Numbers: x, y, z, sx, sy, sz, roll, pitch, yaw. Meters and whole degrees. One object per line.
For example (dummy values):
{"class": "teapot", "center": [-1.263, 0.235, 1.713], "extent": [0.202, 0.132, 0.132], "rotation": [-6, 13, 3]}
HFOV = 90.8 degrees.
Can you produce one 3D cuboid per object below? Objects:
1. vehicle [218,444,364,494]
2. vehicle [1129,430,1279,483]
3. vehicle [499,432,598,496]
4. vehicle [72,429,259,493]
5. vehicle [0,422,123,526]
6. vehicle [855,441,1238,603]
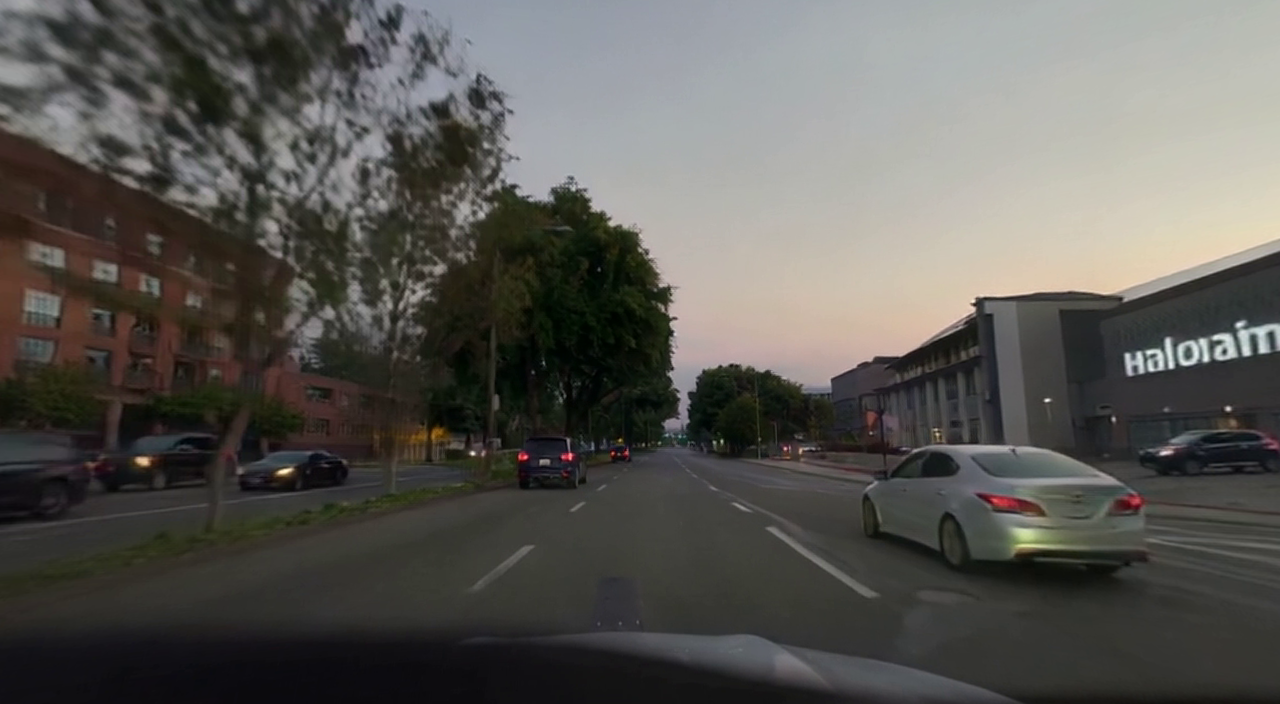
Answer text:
{"class": "vehicle", "center": [-11.405, 3.836, 21.145], "extent": [1.960, 1.451, 4.870], "rotation": [-1, -9, 2]}
{"class": "vehicle", "center": [24.344, 4.286, 26.086], "extent": [2.429, 1.938, 6.118], "rotation": [2, -9, -17]}
{"class": "vehicle", "center": [-2.835, 3.627, 20.888], "extent": [2.305, 1.833, 4.912], "rotation": [-1, -9, 3]}
{"class": "vehicle", "center": [-14.993, 3.468, 20.453], "extent": [2.097, 1.813, 4.998], "rotation": [0, -9, 1]}
{"class": "vehicle", "center": [-11.730, 2.049, 10.590], "extent": [2.016, 1.710, 4.734], "rotation": [0, -9, 1]}
{"class": "vehicle", "center": [4.495, 1.900, 8.059], "extent": [1.960, 1.471, 4.378], "rotation": [0, -9, 0]}
